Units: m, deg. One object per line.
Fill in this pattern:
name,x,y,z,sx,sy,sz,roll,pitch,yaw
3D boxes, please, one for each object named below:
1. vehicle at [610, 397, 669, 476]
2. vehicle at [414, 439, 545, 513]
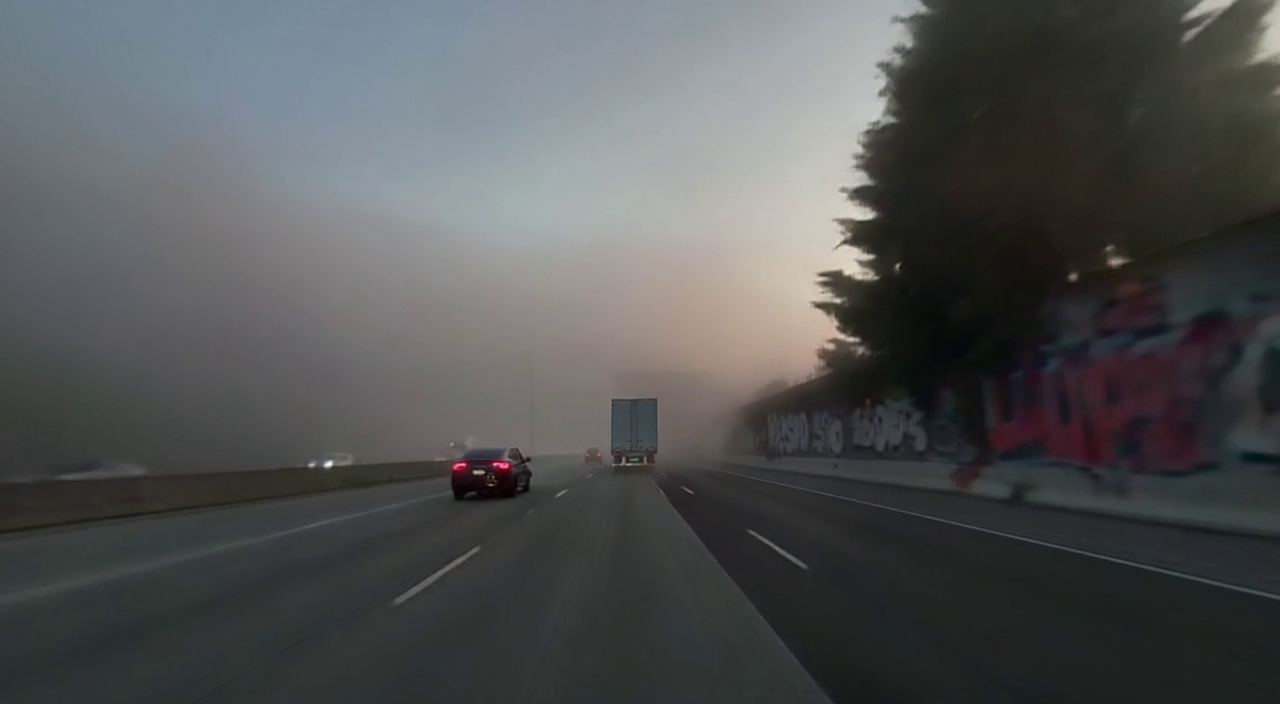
vehicle,-0.167,5.167,37.749,3.042,4.023,10.832,0,-9,-1
vehicle,-3.703,2.943,15.328,2.158,1.538,4.047,0,-9,0
